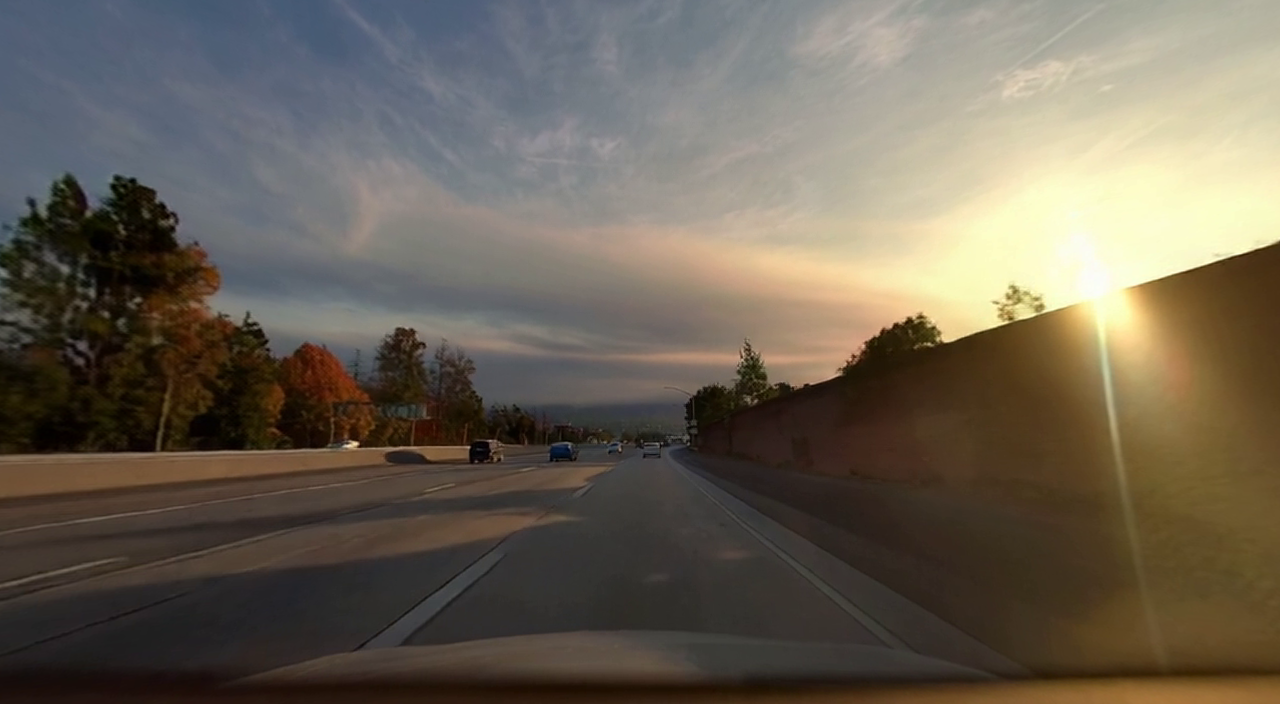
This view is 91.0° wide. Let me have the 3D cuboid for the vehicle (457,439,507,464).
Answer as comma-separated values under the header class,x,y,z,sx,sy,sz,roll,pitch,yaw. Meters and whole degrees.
class,x,y,z,sx,sy,sz,roll,pitch,yaw
vehicle,-10.649,6.738,42.758,2.025,1.618,4.683,0,-8,2
